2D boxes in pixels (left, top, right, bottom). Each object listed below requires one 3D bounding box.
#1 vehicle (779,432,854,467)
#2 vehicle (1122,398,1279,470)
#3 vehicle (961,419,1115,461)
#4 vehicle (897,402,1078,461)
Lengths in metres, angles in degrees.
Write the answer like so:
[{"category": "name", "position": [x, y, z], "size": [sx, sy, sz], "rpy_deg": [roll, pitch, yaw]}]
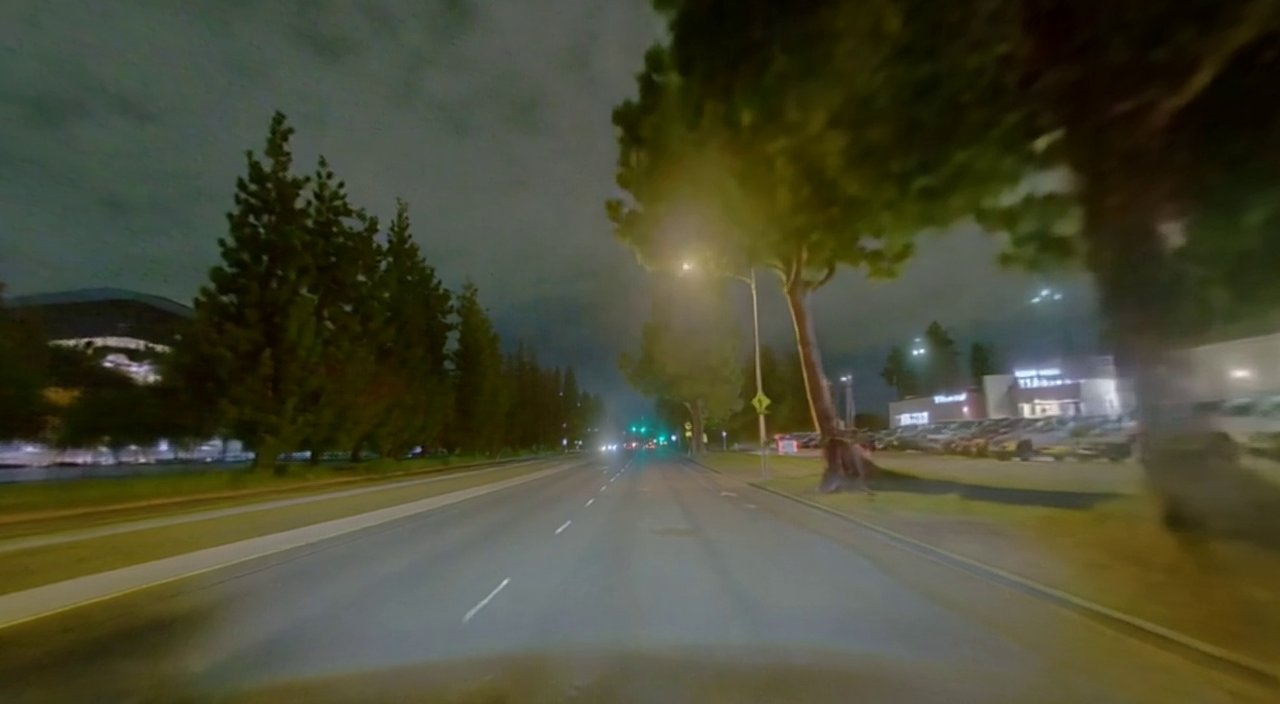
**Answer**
[{"category": "vehicle", "position": [8.159, 4.580, 29.658], "size": [2.056, 1.449, 4.679], "rpy_deg": [-1, -9, -1]}, {"category": "vehicle", "position": [14.640, 1.974, 15.317], "size": [4.387, 1.532, 1.930], "rpy_deg": [-9, -11, 34]}, {"category": "vehicle", "position": [14.927, 3.379, 23.901], "size": [4.631, 1.384, 1.906], "rpy_deg": [-7, -11, 31]}, {"category": "vehicle", "position": [14.770, 3.505, 27.081], "size": [6.247, 2.094, 2.436], "rpy_deg": [-10, -13, 39]}]
